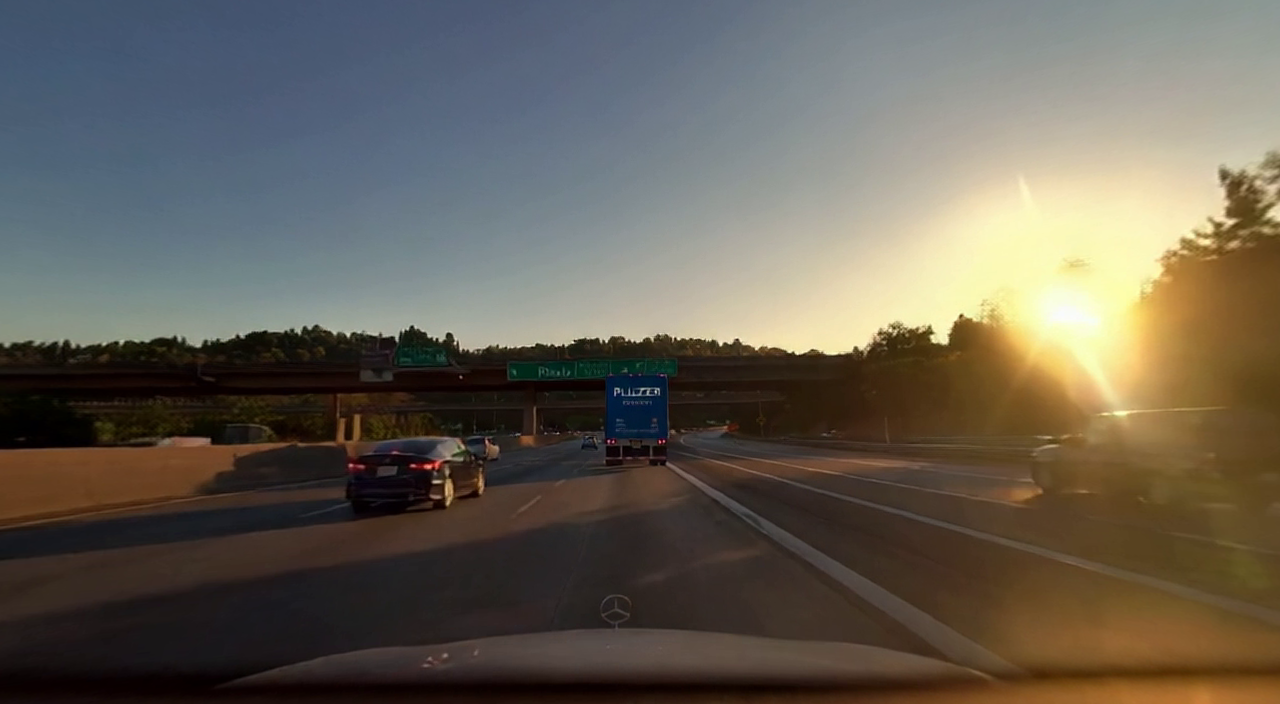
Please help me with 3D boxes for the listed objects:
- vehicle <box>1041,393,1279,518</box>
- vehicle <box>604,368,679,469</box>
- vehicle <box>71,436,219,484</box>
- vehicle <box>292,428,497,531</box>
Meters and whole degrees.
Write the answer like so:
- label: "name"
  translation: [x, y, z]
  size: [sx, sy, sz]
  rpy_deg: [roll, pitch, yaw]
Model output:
- label: "vehicle"
  translation: [9.976, 1.845, 11.637]
  size: [2.052, 1.841, 4.481]
  rpy_deg: [0, -8, -2]
- label: "vehicle"
  translation: [-0.114, 3.390, 30.568]
  size: [2.926, 3.959, 11.818]
  rpy_deg: [0, -8, -2]
- label: "vehicle"
  translation: [-16.662, 3.616, 21.522]
  size: [1.800, 1.448, 4.094]
  rpy_deg: [0, -8, -2]
- label: "vehicle"
  translation: [-3.979, 2.101, 11.097]
  size: [1.943, 1.446, 4.158]
  rpy_deg: [0, -8, 0]
